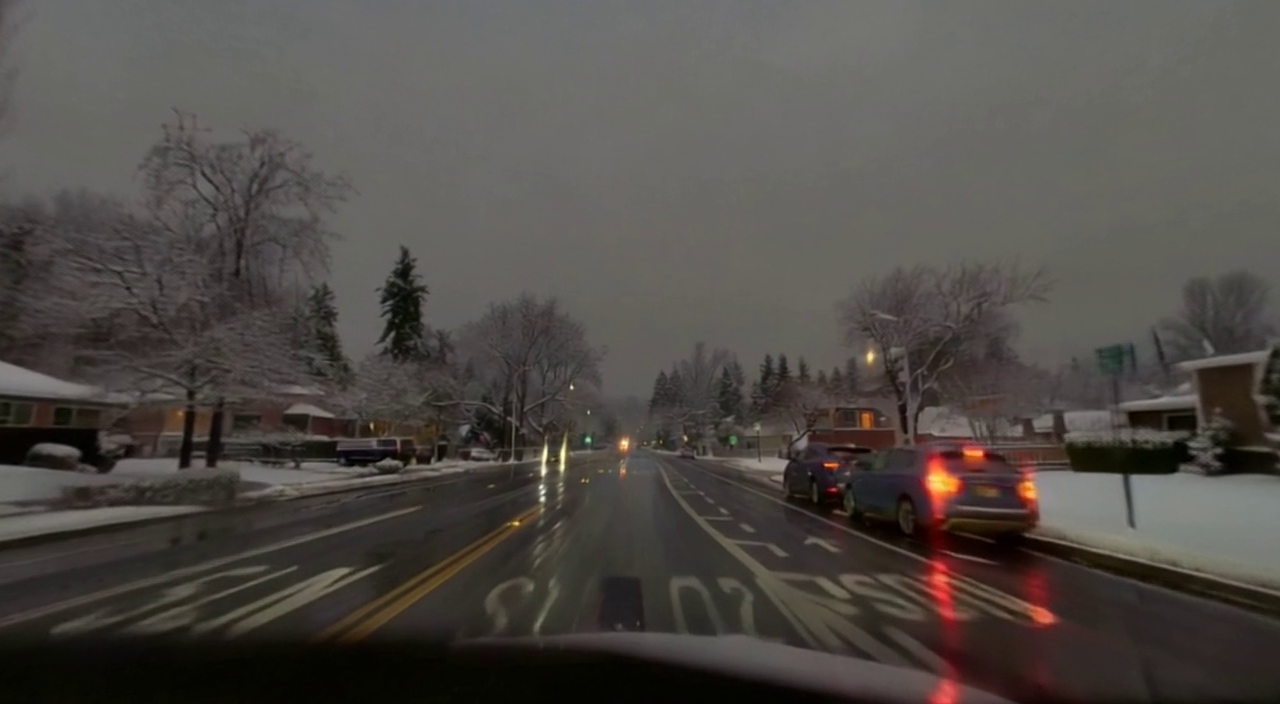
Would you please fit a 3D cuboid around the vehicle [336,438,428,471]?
[{"bbox_3d":[-16.232,6.429,39.748,5.125,1.941,2.086,4,-9,-26],"label":"vehicle"}]

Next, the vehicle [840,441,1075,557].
[{"bbox_3d":[5.173,2.395,11.120,1.891,1.611,4.269,0,-8,0],"label":"vehicle"}]
